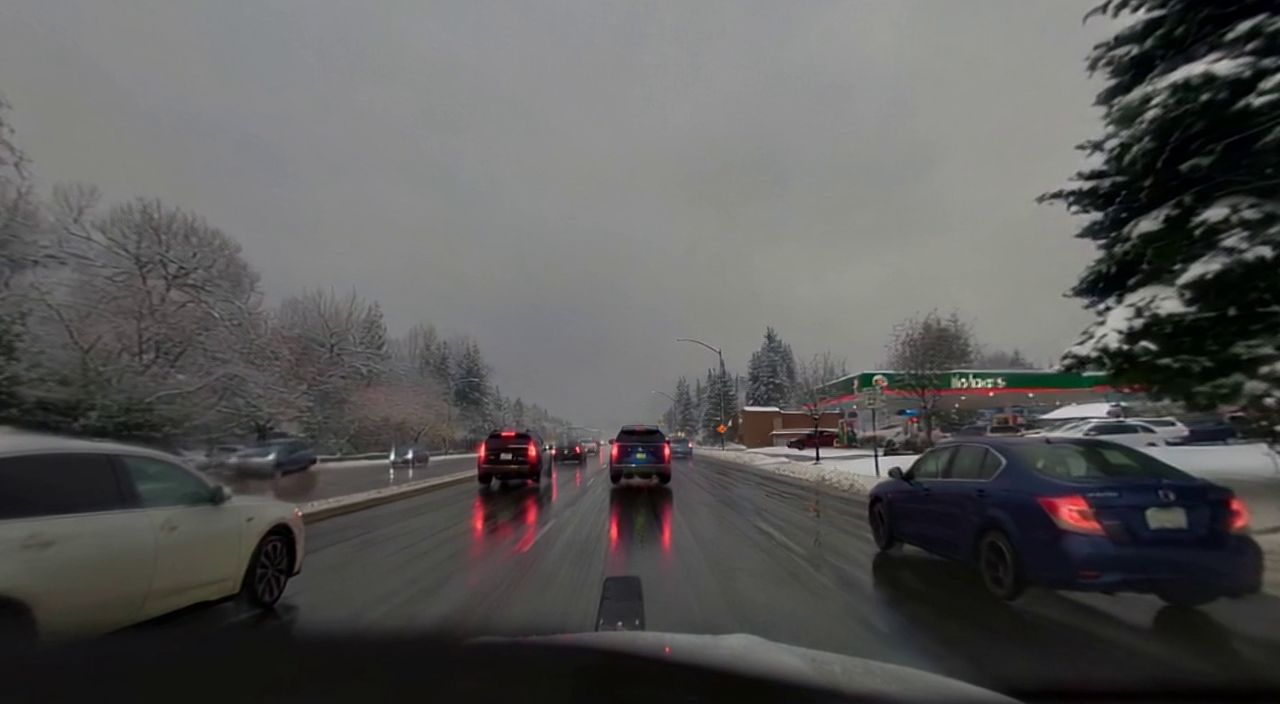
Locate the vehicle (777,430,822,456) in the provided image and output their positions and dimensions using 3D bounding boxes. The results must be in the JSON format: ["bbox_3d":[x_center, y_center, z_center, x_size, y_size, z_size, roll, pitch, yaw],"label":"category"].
[{"bbox_3d":[12.013,6.894,47.903,2.102,1.887,4.673,0,-8,-1],"label":"vehicle"}]

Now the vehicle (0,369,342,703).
[{"bbox_3d":[-3.518,0.992,3.400,1.864,1.574,4.031,0,-8,0],"label":"vehicle"}]

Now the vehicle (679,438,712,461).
[{"bbox_3d":[3.911,6.977,45.324,1.926,1.522,3.852,0,-8,-2],"label":"vehicle"}]

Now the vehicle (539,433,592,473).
[{"bbox_3d":[-3.301,4.534,28.605,1.871,1.673,3.920,0,-8,1],"label":"vehicle"}]

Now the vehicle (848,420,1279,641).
[{"bbox_3d":[3.926,1.530,6.581,1.888,1.456,4.589,0,-8,-1],"label":"vehicle"}]

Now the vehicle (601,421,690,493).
[{"bbox_3d":[0.123,2.989,18.257,2.279,1.803,4.254,0,-8,0],"label":"vehicle"}]

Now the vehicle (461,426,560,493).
[{"bbox_3d":[-3.549,3.039,18.157,1.932,1.695,4.150,0,-8,1],"label":"vehicle"}]
